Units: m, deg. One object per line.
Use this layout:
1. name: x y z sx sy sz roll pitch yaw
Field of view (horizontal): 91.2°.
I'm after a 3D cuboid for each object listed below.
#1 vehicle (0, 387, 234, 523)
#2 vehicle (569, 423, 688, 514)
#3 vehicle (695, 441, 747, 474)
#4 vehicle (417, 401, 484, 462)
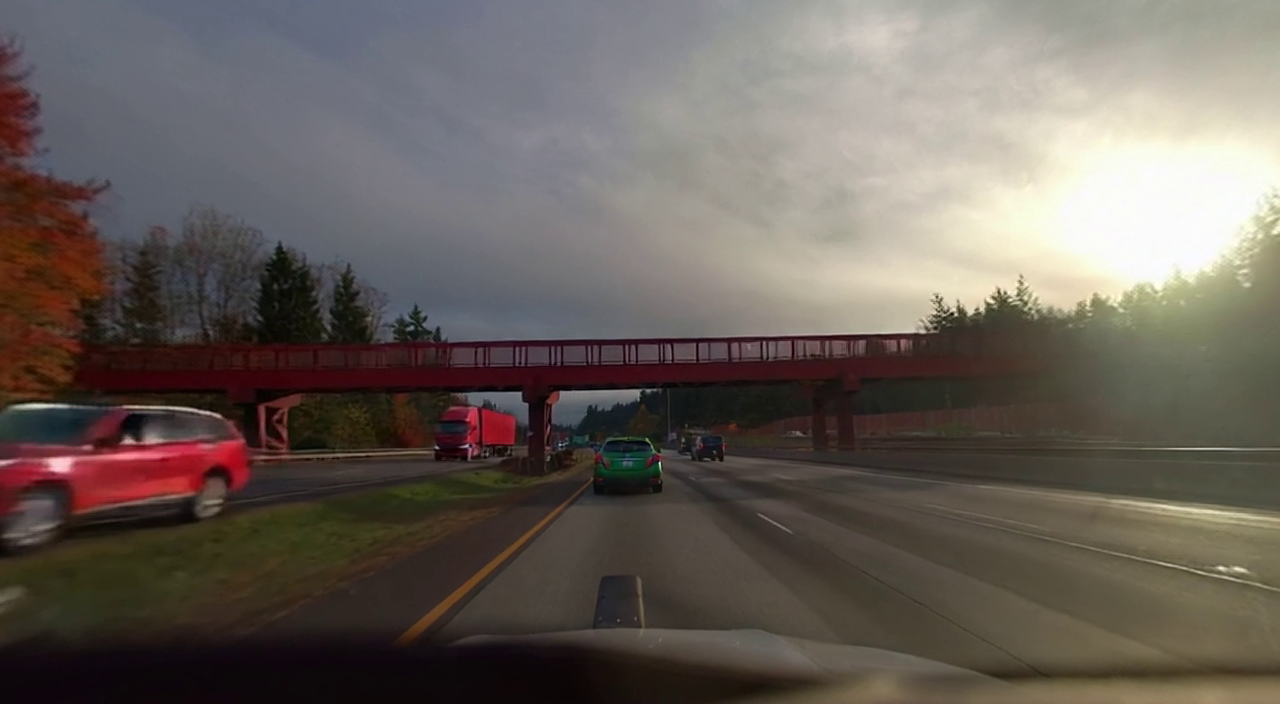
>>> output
1. vehicle: -8.980 1.606 9.890 2.111 1.674 4.548 0 -9 -1
2. vehicle: -0.235 2.538 14.022 2.259 1.699 4.015 0 -9 0
3. vehicle: 3.907 5.117 30.688 1.894 1.487 3.751 0 -9 -2
4. vehicle: -13.919 5.940 46.578 3.271 4.196 5.696 0 -9 -1
